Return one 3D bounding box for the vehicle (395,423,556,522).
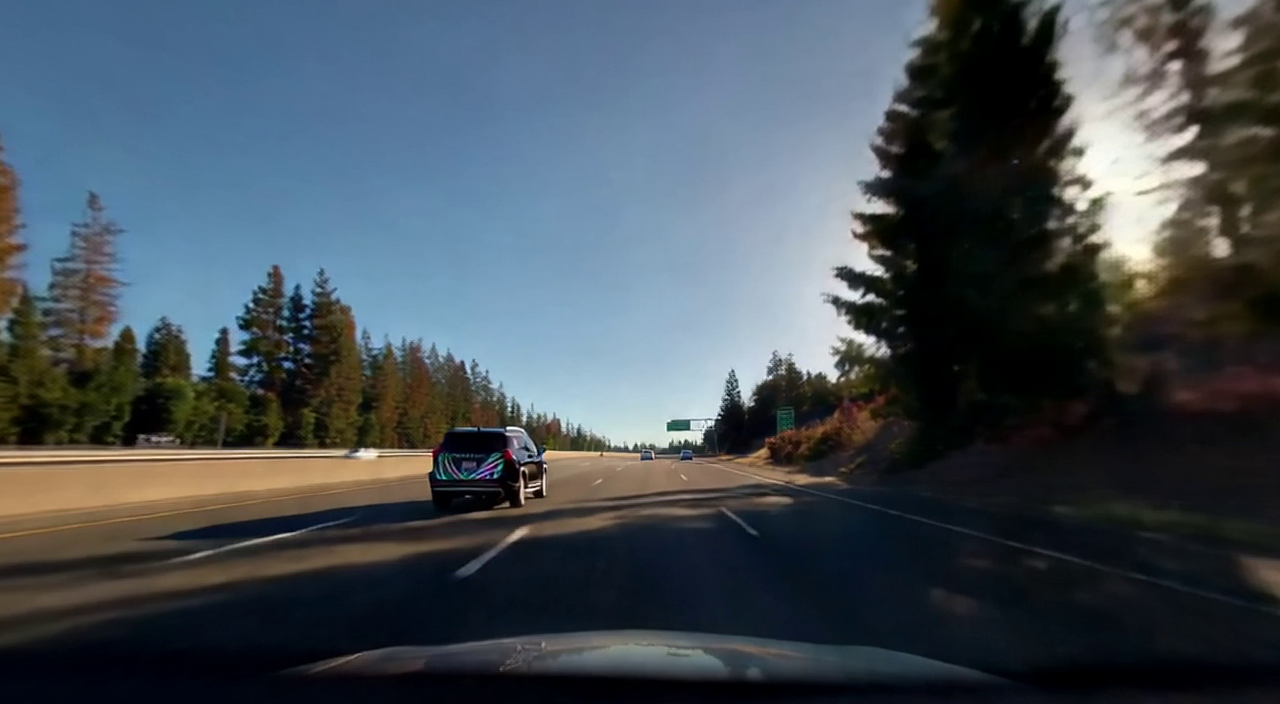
[{"bbox_3d":[-3.353,2.562,14.013,2.183,1.803,4.685,0,-8,2],"label":"vehicle"}]
